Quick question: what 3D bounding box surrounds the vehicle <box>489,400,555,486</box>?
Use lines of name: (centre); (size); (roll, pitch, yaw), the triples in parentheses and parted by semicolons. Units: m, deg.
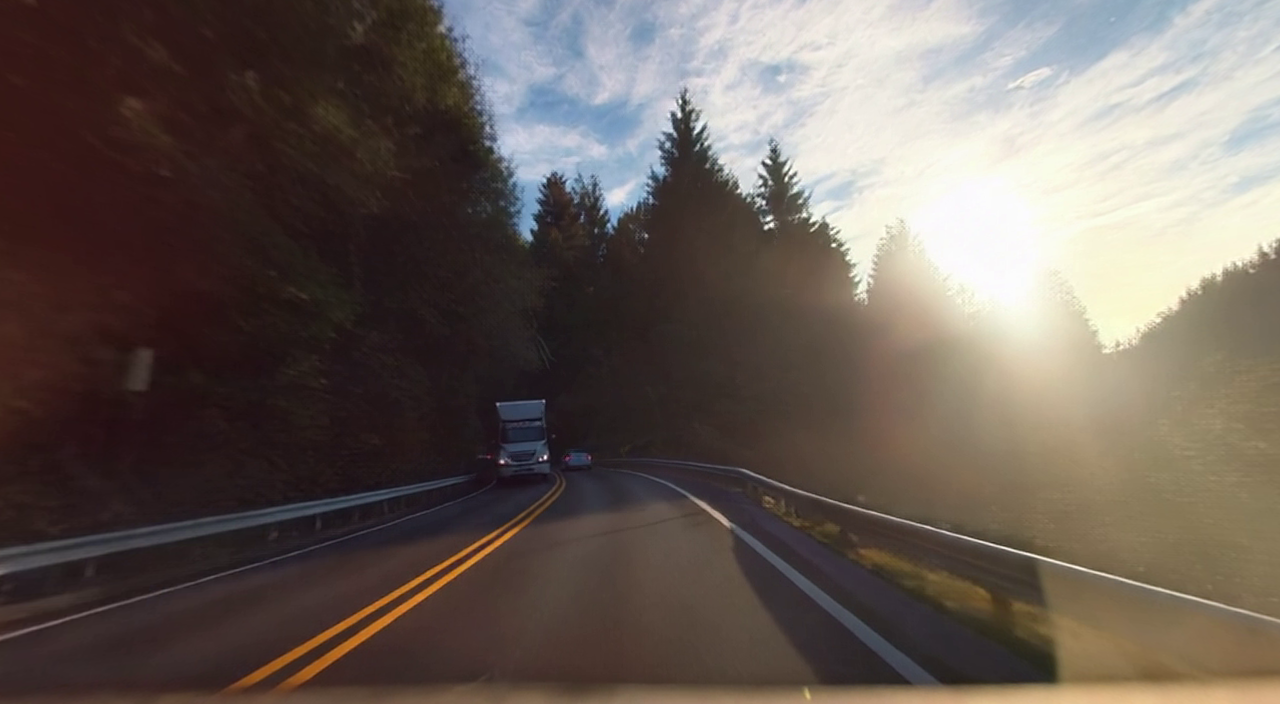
vehicle: (-7.297, 5.431, 37.576); (2.999, 4.301, 11.457); (2, -9, -14)

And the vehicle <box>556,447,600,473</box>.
vehicle: (-4.002, 6.827, 40.142); (2.120, 1.491, 4.349); (2, -9, -14)
